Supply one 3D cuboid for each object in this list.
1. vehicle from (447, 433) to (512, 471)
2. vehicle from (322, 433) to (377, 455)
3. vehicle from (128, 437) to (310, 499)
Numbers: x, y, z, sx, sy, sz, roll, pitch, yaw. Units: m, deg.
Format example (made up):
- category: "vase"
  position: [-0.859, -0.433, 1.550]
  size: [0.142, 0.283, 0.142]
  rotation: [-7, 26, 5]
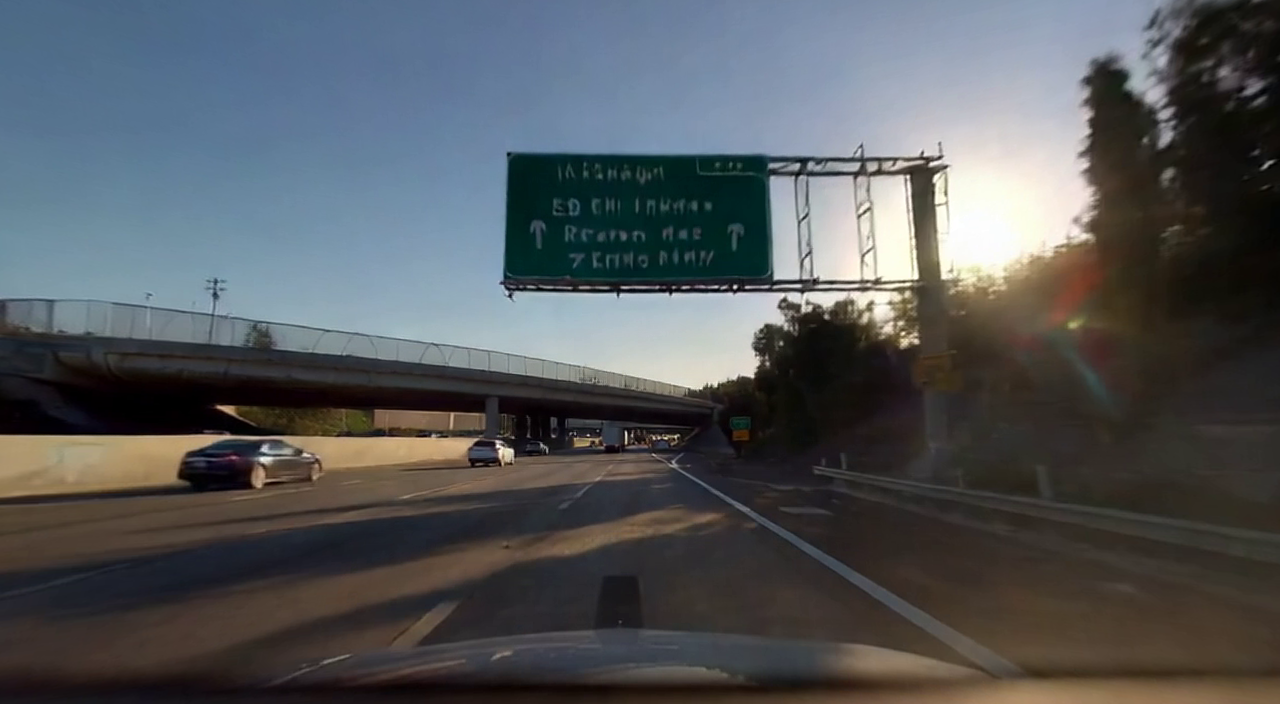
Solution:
- category: "vehicle"
  position: [-7.386, 4.619, 29.328]
  size: [1.979, 1.646, 4.096]
  rotation: [0, -8, 0]
- category: "vehicle"
  position: [-20.422, 6.498, 44.382]
  size: [1.842, 1.464, 4.113]
  rotation: [0, -8, 0]
- category: "vehicle"
  position: [-10.813, 2.959, 16.591]
  size: [1.976, 1.413, 4.088]
  rotation: [0, -8, 0]
